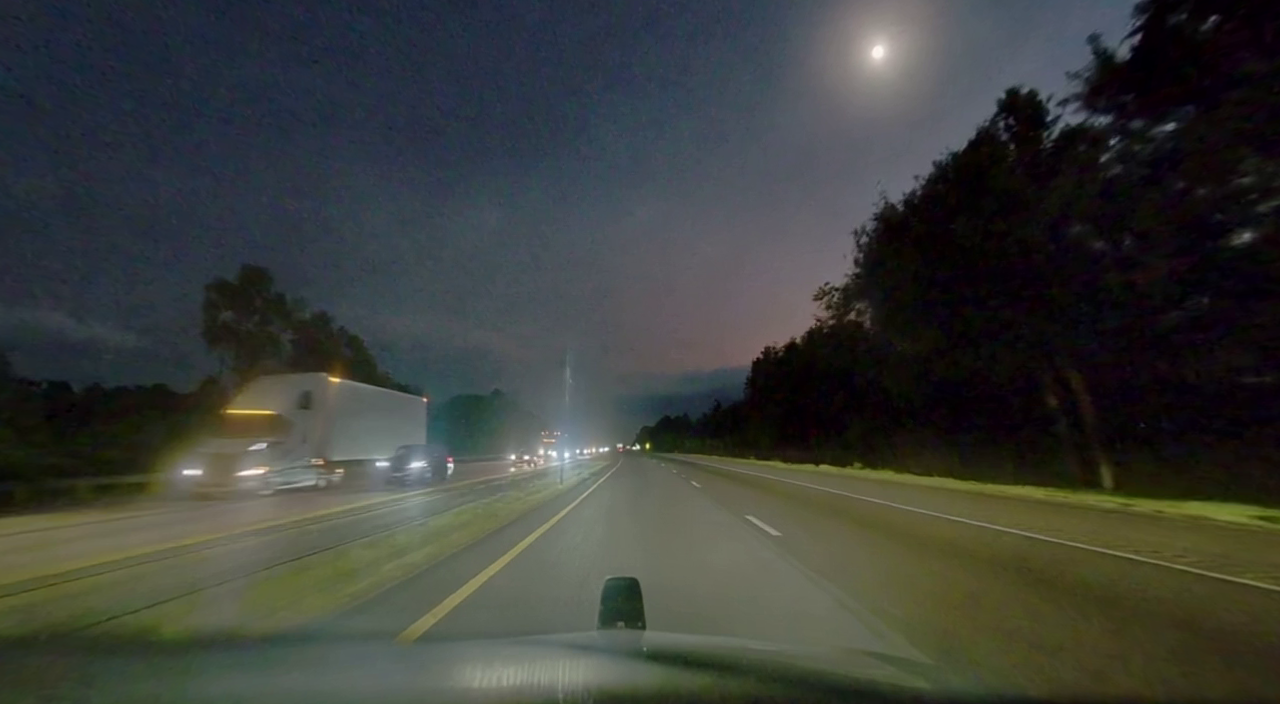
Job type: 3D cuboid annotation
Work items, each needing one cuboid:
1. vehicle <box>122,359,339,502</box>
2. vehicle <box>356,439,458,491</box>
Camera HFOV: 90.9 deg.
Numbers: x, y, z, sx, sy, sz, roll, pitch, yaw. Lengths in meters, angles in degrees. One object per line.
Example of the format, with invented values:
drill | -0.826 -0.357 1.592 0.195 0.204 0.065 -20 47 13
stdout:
vehicle | -12.881 2.640 20.649 2.927 4.012 5.823 0 -9 0
vehicle | -8.293 4.044 22.884 2.079 1.693 4.226 0 -9 0
